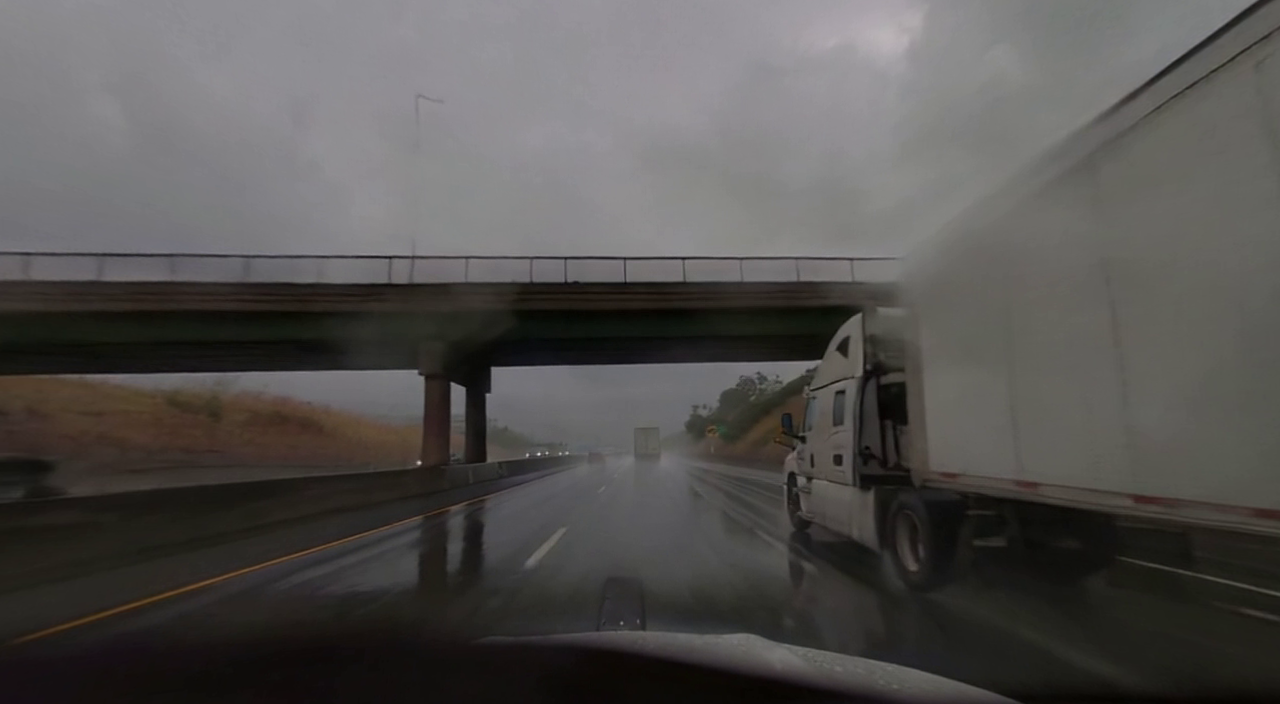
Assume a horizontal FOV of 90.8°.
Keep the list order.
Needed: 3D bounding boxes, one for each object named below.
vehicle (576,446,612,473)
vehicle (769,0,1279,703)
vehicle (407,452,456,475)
[{"bbox_3d":[-2.920,6.948,40.879,2.007,1.647,3.854,0,-9,0],"label":"vehicle"},{"bbox_3d":[4.031,-0.131,3.574,3.131,4.037,16.729,0,-9,0],"label":"vehicle"},{"bbox_3d":[-15.185,8.134,46.259,1.889,1.591,4.713,0,-9,1],"label":"vehicle"}]
